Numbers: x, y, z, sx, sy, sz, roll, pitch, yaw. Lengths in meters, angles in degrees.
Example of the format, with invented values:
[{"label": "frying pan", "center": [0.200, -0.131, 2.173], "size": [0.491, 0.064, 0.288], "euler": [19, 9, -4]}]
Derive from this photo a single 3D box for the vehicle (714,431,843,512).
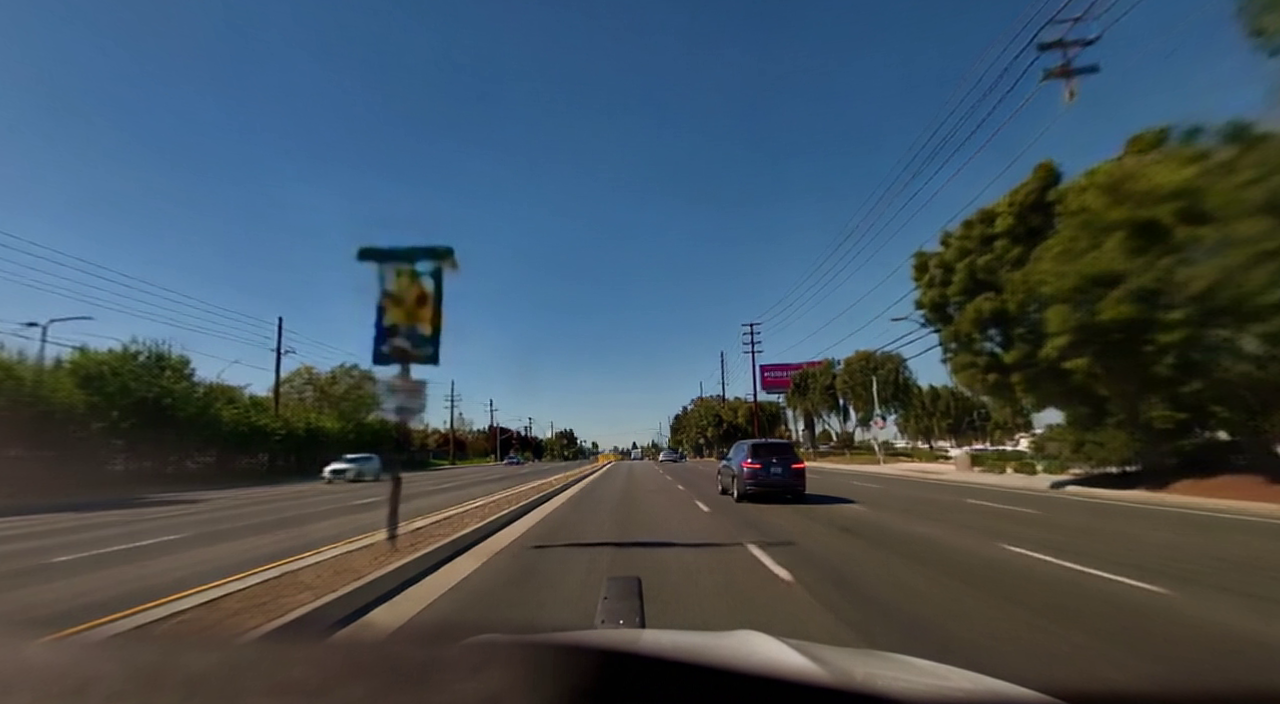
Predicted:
[{"label": "vehicle", "center": [3.141, 2.821, 15.334], "size": [2.078, 1.668, 4.078], "euler": [0, -9, -2]}]
